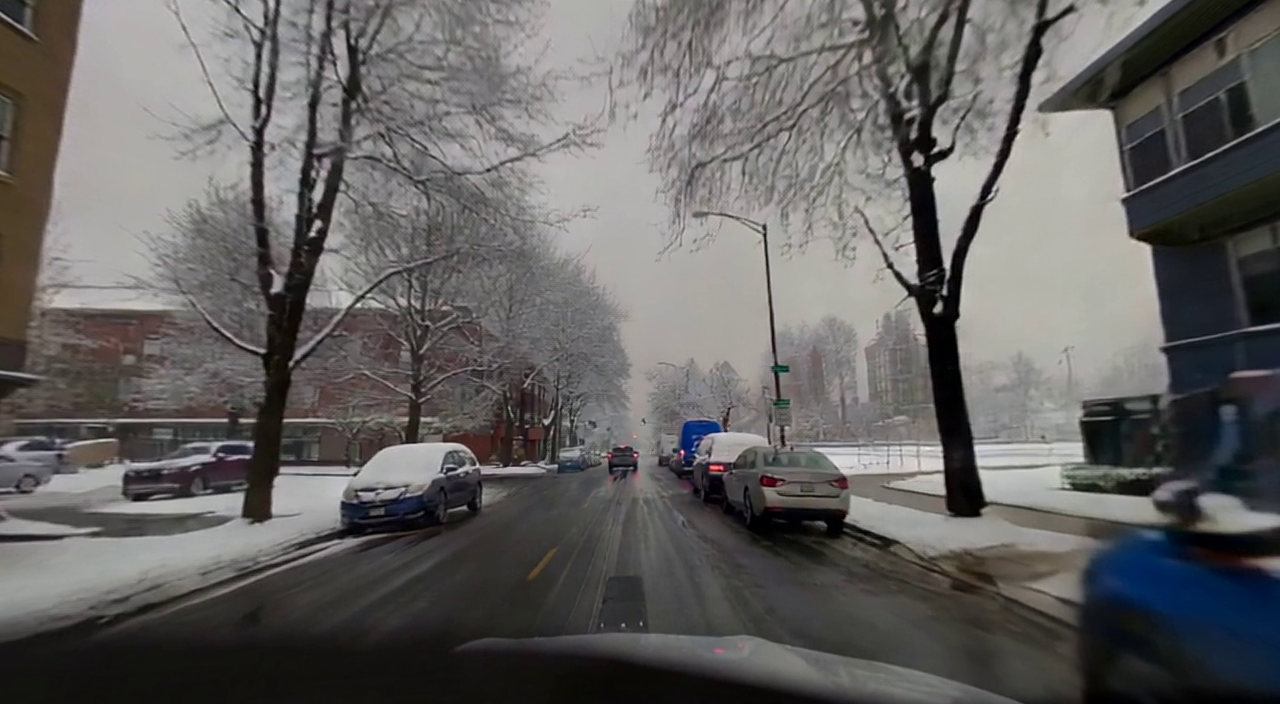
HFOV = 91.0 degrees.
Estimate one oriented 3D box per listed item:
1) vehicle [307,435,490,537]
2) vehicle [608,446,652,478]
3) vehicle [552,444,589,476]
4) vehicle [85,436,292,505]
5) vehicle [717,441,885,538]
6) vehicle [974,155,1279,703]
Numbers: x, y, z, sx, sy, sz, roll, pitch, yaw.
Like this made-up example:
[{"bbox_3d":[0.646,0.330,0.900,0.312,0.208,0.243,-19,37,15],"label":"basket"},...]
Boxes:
[{"bbox_3d":[-4.819,2.668,13.458,2.090,1.497,4.639,1,-4,0],"label":"vehicle"},{"bbox_3d":[-0.517,5.597,32.389,2.095,1.510,3.605,0,-8,-1],"label":"vehicle"},{"bbox_3d":[-4.506,7.029,41.288,1.951,1.662,4.046,0,-4,0],"label":"vehicle"},{"bbox_3d":[-11.254,2.948,16.186,1.795,1.513,4.442,-1,-8,4],"label":"vehicle"},{"bbox_3d":[2.707,2.392,11.653,1.906,1.471,3.941,0,-8,-3],"label":"vehicle"},{"bbox_3d":[2.684,0.405,0.452,2.303,2.049,4.719,0,-8,1],"label":"vehicle"}]
